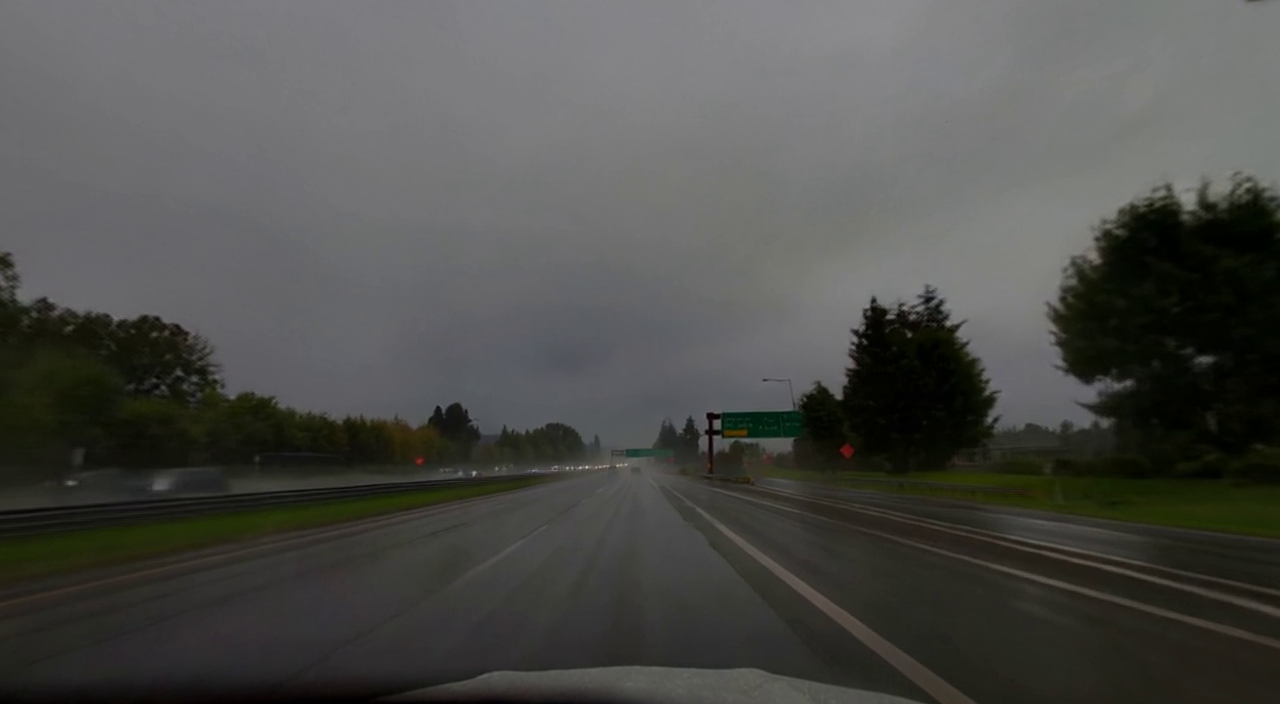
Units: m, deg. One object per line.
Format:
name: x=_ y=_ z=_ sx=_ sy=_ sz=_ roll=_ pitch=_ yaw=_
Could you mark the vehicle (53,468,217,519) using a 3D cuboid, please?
vehicle: x=-16.446 y=4.593 z=20.869 sx=1.791 sy=1.452 sz=4.326 roll=1 pitch=-11 yaw=1
